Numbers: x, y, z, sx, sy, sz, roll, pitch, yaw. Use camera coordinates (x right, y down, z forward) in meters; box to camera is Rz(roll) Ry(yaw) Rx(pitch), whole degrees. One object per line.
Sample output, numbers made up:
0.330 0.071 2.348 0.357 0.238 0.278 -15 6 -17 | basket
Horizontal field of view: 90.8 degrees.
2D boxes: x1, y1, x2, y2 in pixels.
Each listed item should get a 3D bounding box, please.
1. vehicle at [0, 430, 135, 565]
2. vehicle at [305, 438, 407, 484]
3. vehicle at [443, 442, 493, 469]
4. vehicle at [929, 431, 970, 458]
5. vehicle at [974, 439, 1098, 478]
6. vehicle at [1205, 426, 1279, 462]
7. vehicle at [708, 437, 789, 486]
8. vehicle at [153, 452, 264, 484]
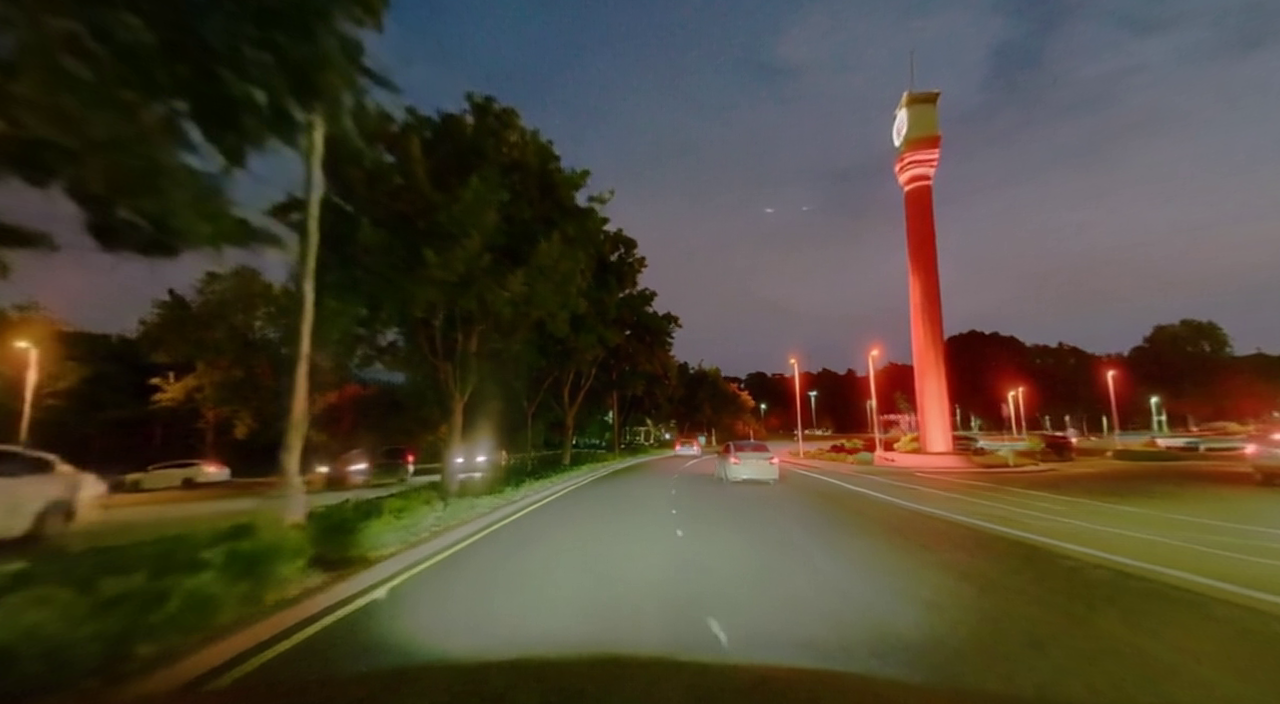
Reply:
-9.119 1.824 7.832 2.045 1.689 4.545 0 -8 -2 | vehicle
-11.747 4.524 26.524 1.951 1.731 4.440 -1 -9 4 | vehicle
-11.591 6.982 42.856 1.778 1.647 4.072 -2 -8 9 | vehicle
22.567 6.779 46.165 2.406 1.847 5.320 -4 -9 25 | vehicle
17.885 4.855 28.794 4.512 1.561 1.846 -7 -11 29 | vehicle
31.411 4.551 31.244 4.622 1.719 1.950 -4 -9 25 | vehicle
3.641 3.767 22.100 2.132 1.497 4.827 -1 -8 2 | vehicle
-22.016 5.920 32.328 4.389 1.518 1.930 -1 -9 6 | vehicle
